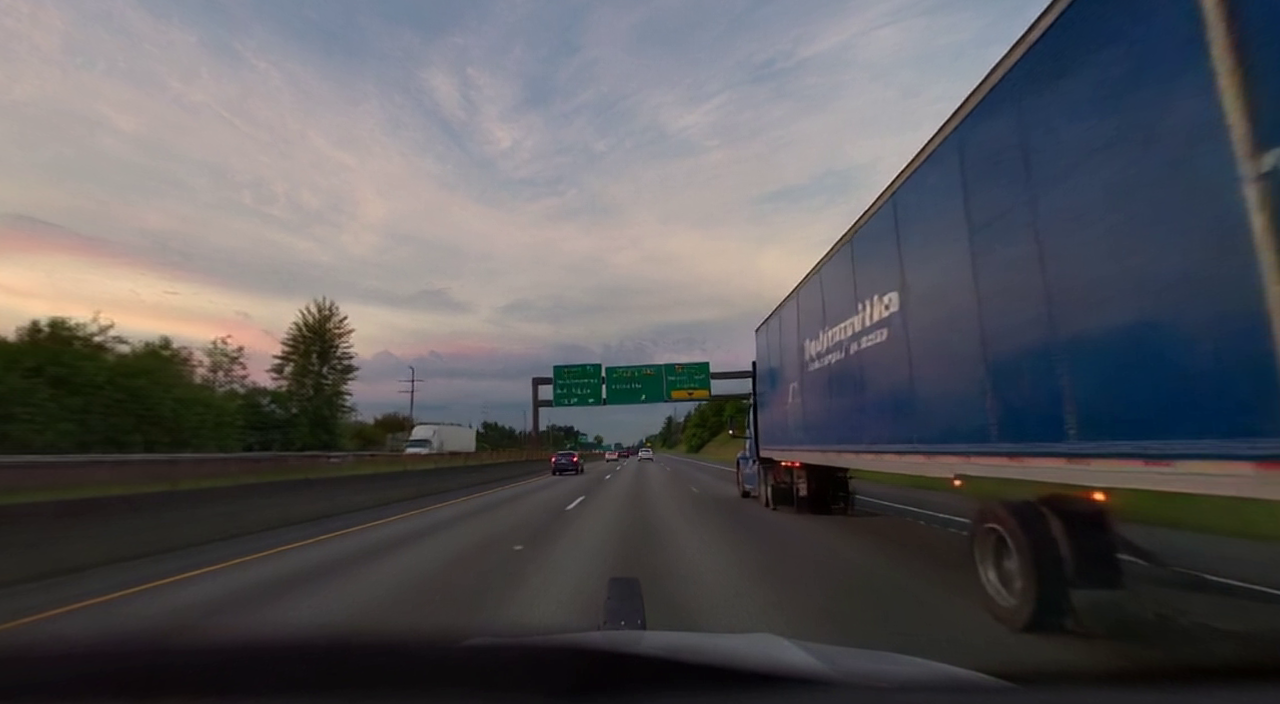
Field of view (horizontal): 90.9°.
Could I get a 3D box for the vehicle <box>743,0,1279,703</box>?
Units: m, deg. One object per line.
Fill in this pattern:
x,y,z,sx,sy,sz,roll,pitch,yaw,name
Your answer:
4.201,0.665,9.112,3.025,4.005,14.010,0,-9,0,vehicle

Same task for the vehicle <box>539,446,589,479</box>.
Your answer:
-3.590,5.322,30.556,1.918,1.510,4.006,0,-9,0,vehicle
